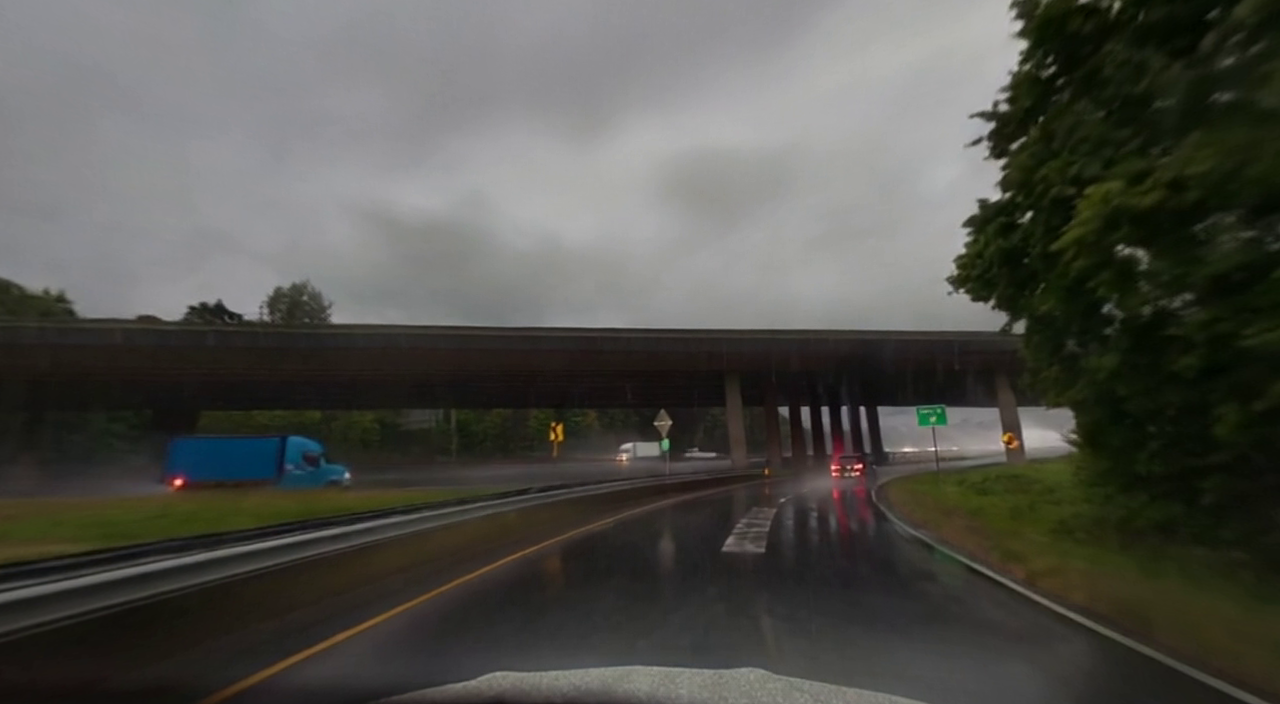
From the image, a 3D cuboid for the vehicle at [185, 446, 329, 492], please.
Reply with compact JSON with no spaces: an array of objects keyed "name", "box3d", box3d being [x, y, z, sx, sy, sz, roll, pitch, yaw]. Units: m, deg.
[{"name":"vehicle","box3d":[-13.446,4.062,22.216,4.024,1.444,1.940,7,-11,-38]}]
